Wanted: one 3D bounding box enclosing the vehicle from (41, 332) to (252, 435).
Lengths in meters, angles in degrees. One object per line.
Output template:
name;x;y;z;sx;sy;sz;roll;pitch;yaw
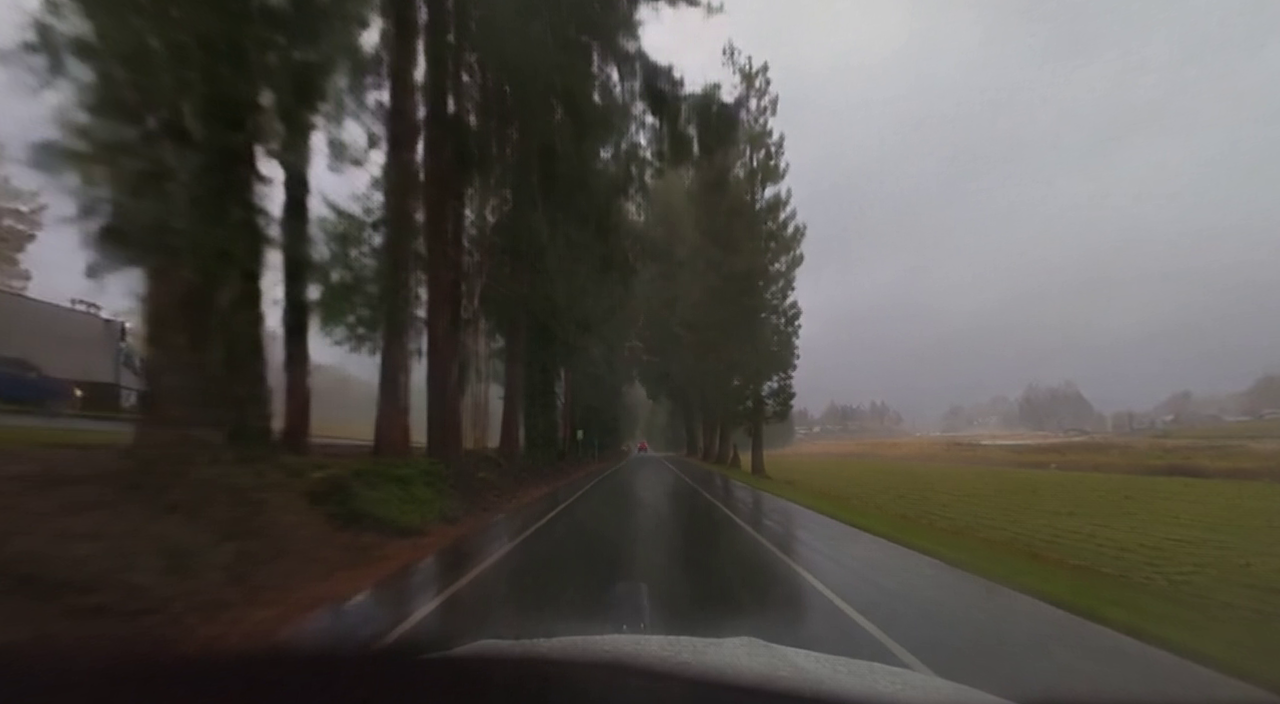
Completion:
vehicle;-23.527;1.809;31.004;3.022;4.324;8.607;-1;-6;3

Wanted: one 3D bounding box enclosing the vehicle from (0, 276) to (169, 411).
vehicle;-24.448;-0.738;21.478;3.314;4.163;16.558;-1;-10;3
